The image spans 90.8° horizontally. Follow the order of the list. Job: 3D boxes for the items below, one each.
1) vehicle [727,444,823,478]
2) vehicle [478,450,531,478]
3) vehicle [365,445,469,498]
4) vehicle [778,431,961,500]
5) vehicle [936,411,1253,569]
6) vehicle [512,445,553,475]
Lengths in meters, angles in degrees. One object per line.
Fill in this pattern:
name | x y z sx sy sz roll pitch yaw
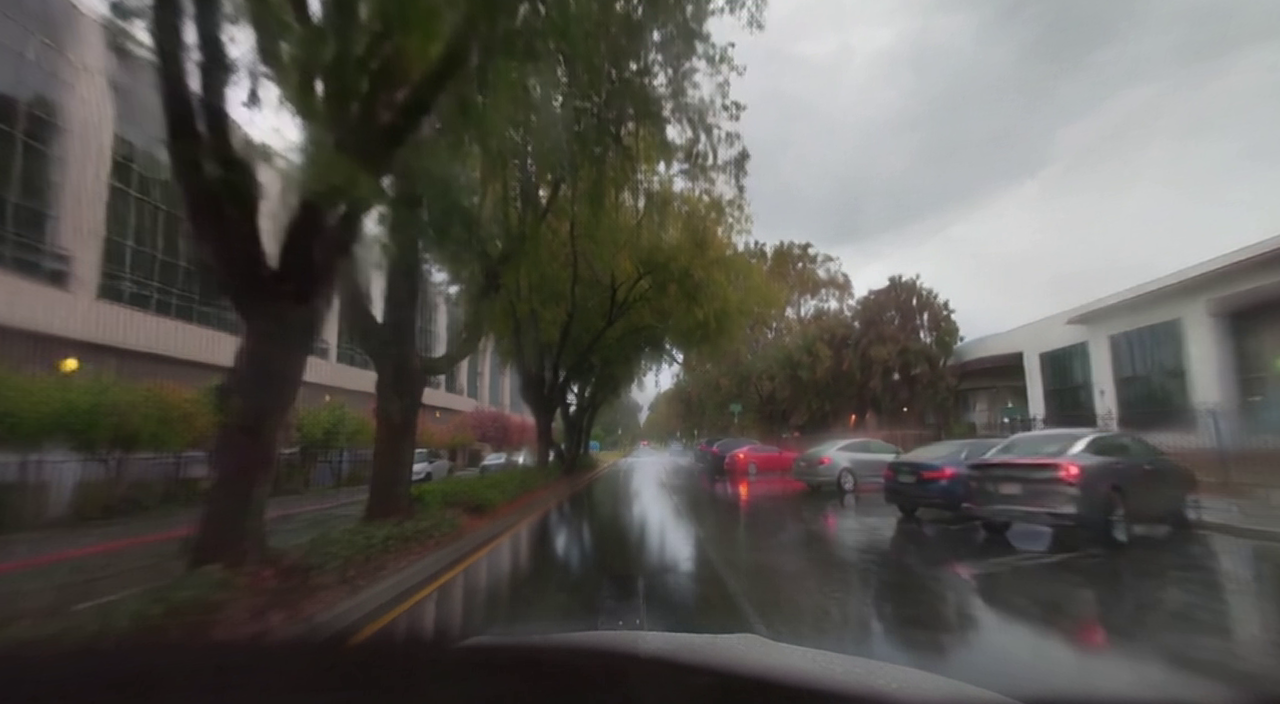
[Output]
vehicle | 6.518 5.224 30.524 4.265 1.510 1.915 5 -10 -28
vehicle | -7.916 6.576 37.301 1.911 1.497 4.738 0 -8 2
vehicle | -7.867 4.229 22.809 2.172 1.707 4.273 0 -8 0
vehicle | 6.637 3.221 18.262 4.858 1.758 2.021 4 -9 -25
vehicle | 6.355 1.772 8.809 3.954 1.666 2.213 6 -10 -33
vehicle | -7.455 7.526 44.263 1.957 1.693 4.588 -2 -6 1
